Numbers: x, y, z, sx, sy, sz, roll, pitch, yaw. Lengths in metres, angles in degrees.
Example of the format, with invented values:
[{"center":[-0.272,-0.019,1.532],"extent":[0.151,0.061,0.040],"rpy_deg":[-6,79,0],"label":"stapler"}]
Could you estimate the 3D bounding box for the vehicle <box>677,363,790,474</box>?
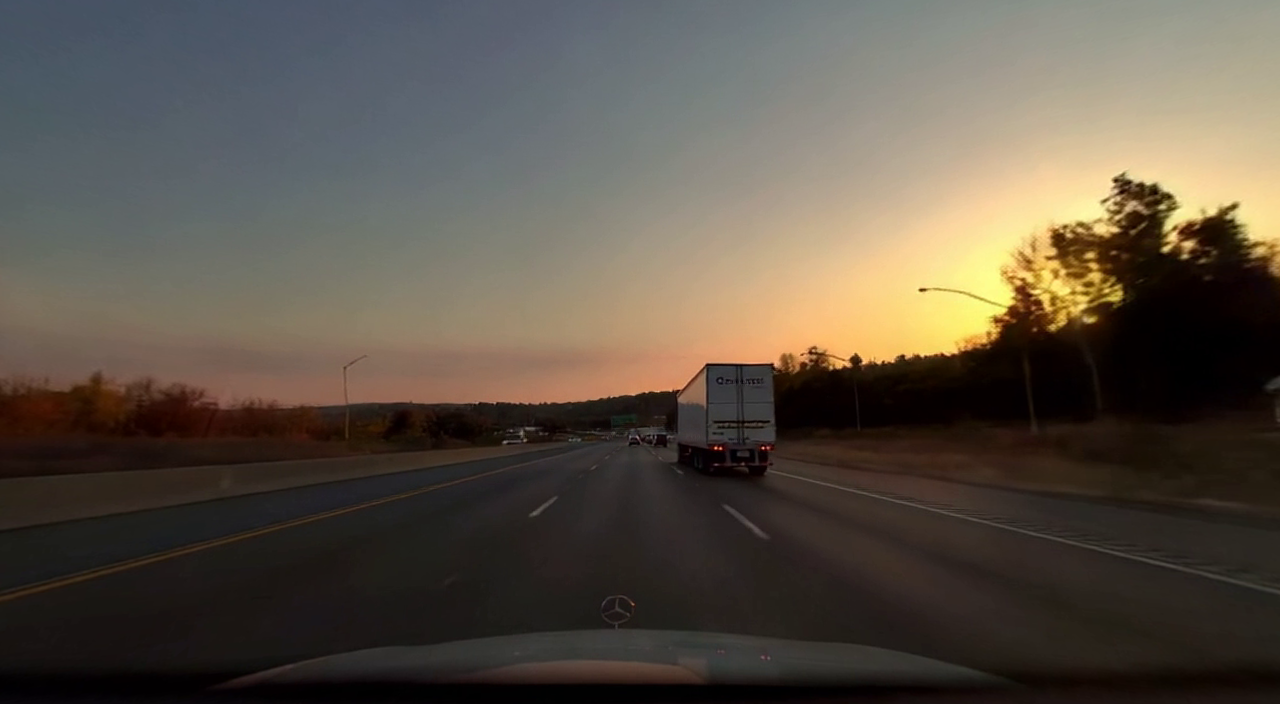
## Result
[{"center":[3.885,3.453,30.561],"extent":[2.976,4.064,14.619],"rpy_deg":[0,-8,-1],"label":"vehicle"}]
